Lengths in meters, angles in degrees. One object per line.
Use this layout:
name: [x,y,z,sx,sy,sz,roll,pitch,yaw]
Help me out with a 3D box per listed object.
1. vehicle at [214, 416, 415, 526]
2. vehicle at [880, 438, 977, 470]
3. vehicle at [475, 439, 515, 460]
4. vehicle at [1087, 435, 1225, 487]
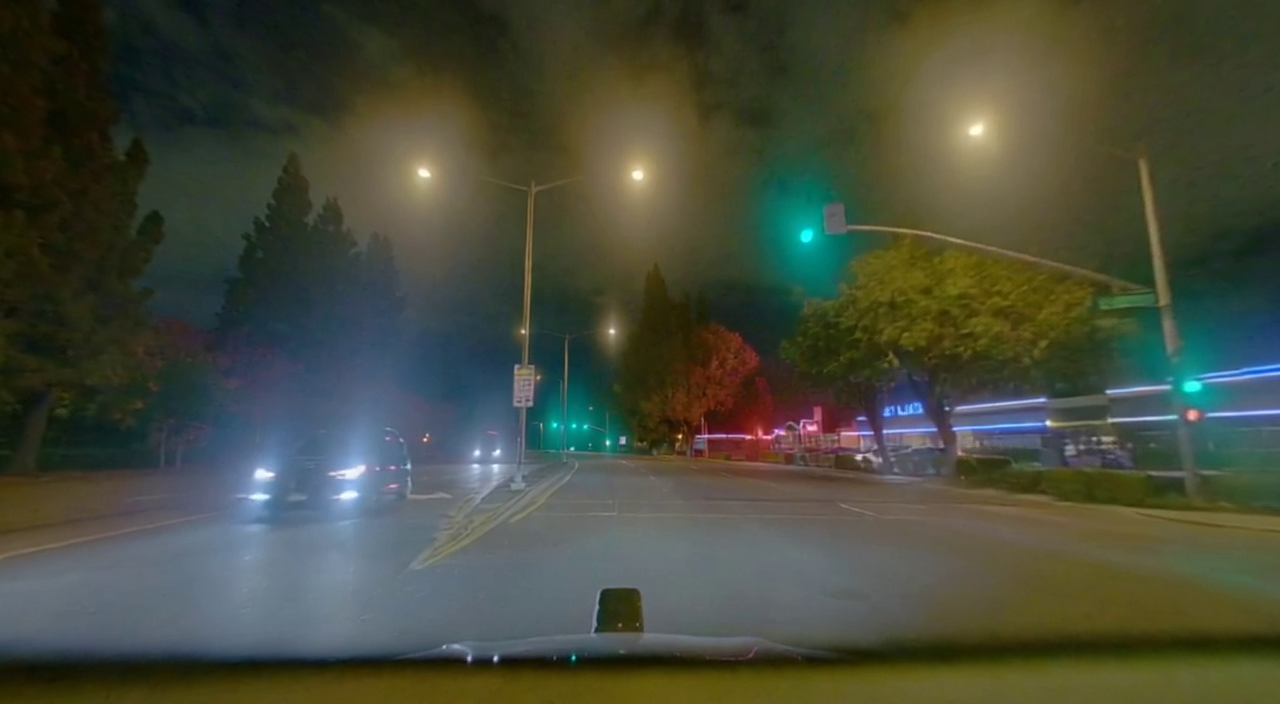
vehicle: [-6.009,2.224,12.434,2.057,1.709,4.590,2,-8,-9]
vehicle: [16.473,5.850,36.221,4.481,1.685,2.195,2,-9,-5]
vehicle: [-10.851,7.340,47.629,2.094,1.485,4.446,1,-8,-2]
vehicle: [20.394,4.236,24.911,5.672,1.821,2.180,5,-9,-30]
